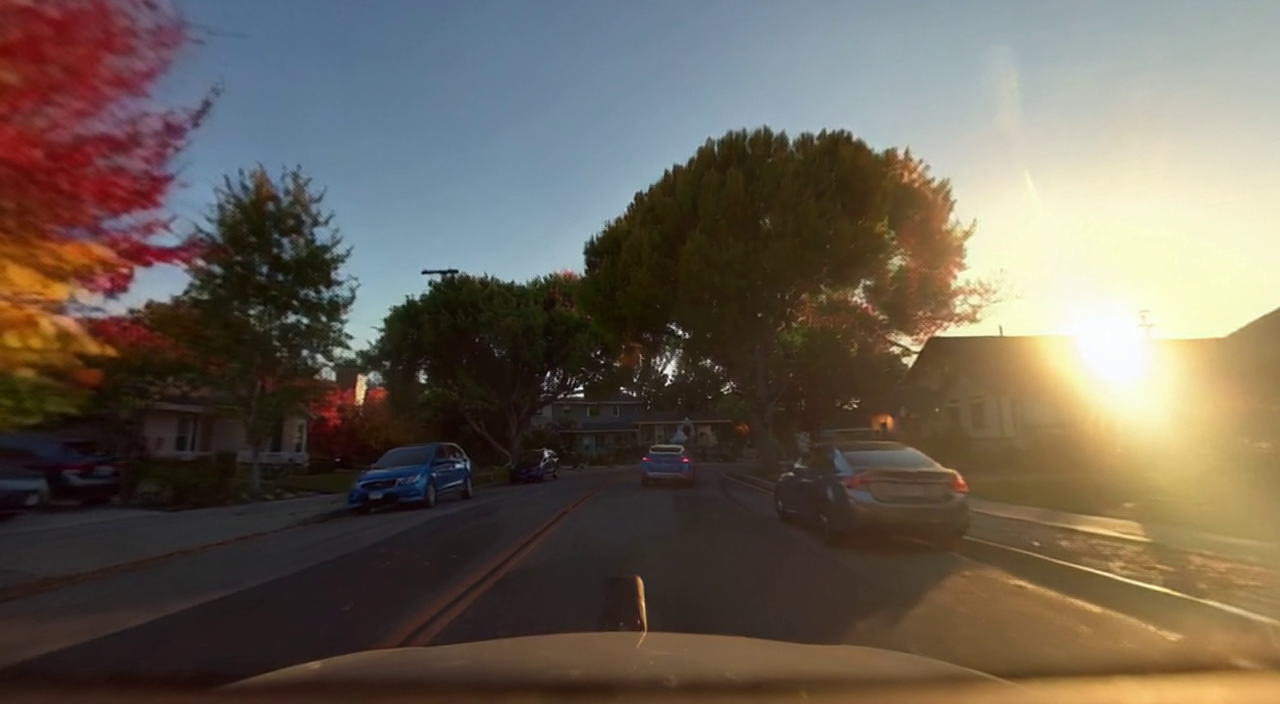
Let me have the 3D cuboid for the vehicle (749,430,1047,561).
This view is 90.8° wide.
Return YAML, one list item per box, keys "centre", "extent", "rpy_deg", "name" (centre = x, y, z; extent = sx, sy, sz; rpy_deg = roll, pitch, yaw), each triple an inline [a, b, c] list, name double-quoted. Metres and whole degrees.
- centre: [3.459, 2.029, 9.750]
  extent: [2.429, 1.502, 4.474]
  rpy_deg: [1, -9, -5]
  name: "vehicle"

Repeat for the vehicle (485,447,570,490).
- centre: [-5.250, 5.497, 30.255]
  extent: [2.641, 1.747, 4.738]
  rpy_deg: [-4, -9, 7]
  name: "vehicle"

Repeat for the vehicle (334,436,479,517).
- centre: [-6.244, 3.371, 17.628]
  extent: [2.235, 1.851, 4.662]
  rpy_deg: [-2, -9, 1]
  name: "vehicle"

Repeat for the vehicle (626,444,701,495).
- centre: [0.862, 3.754, 20.639]
  extent: [2.192, 1.474, 4.192]
  rpy_deg: [-1, -9, 5]
  name: "vehicle"
